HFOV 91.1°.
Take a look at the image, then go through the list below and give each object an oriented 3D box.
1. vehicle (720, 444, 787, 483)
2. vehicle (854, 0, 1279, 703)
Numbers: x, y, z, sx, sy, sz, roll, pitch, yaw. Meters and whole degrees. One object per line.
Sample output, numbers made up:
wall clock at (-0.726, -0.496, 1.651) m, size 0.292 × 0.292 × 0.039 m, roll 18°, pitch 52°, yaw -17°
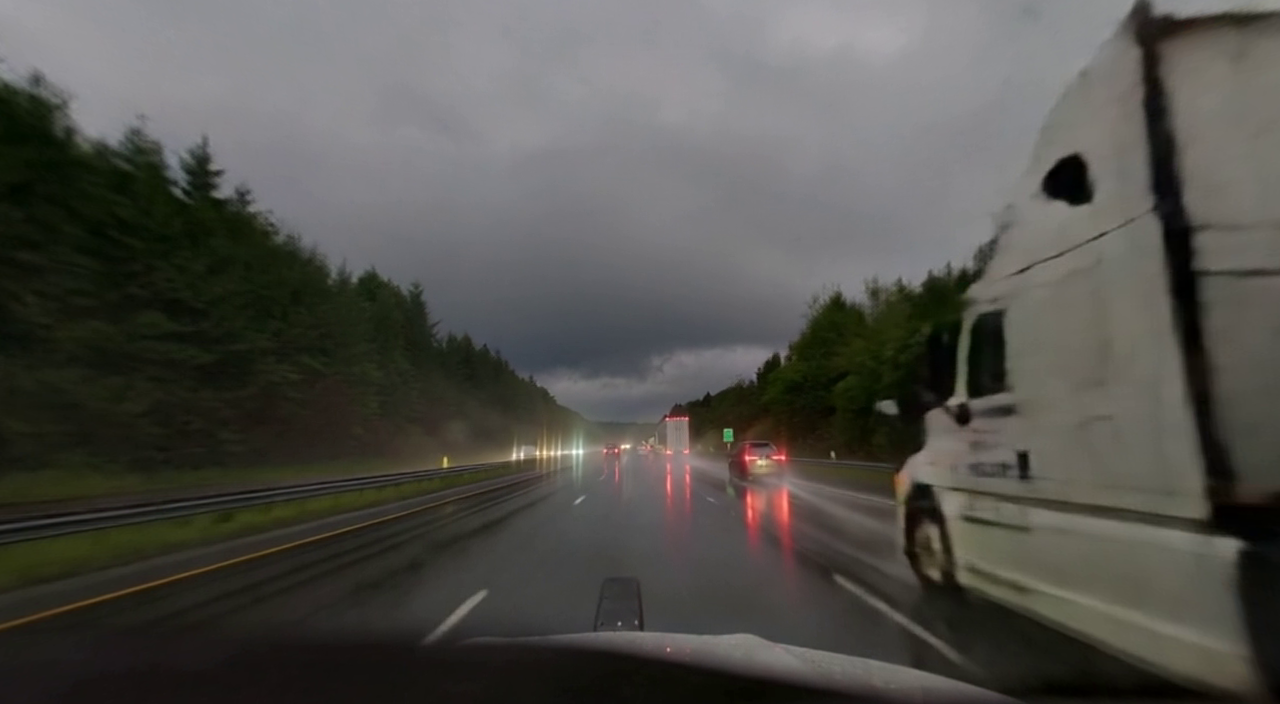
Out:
vehicle at (4.564, 4.544, 25.828) m, size 1.910 × 1.474 × 3.776 m, roll 0°, pitch -9°, yaw -2°
vehicle at (3.942, -0.108, 3.607) m, size 3.059 × 3.910 × 6.030 m, roll 0°, pitch -9°, yaw -1°
